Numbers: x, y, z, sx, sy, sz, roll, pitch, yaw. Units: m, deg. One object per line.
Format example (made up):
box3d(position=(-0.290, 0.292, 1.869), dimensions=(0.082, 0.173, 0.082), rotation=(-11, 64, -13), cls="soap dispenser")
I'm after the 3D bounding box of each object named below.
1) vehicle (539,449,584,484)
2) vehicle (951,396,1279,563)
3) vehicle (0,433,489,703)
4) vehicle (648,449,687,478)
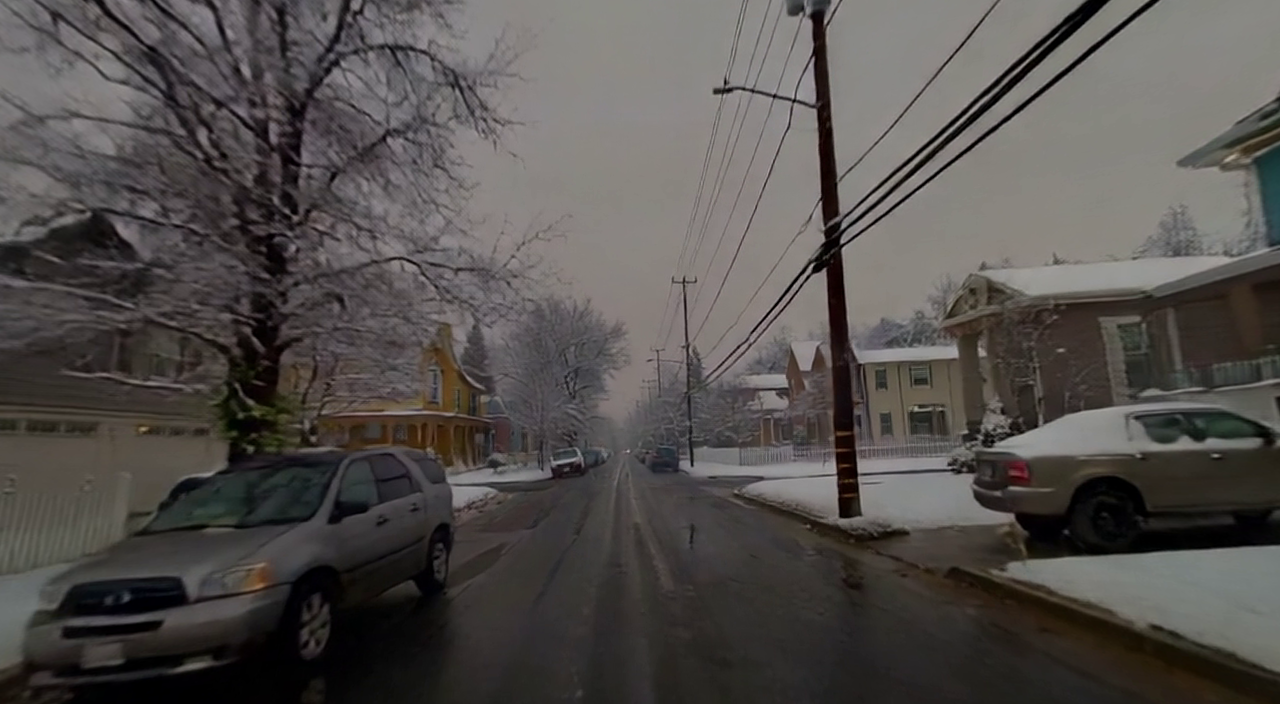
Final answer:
box3d(position=(-4.394, 6.415, 35.836), dimensions=(2.082, 1.759, 4.541), rotation=(-2, -8, -1), cls="vehicle")
box3d(position=(7.971, 1.867, 9.587), dimensions=(5.274, 2.170, 2.205), rotation=(0, -10, -4), cls="vehicle")
box3d(position=(-3.253, 1.827, 6.373), dimensions=(2.204, 1.655, 4.813), rotation=(-7, -8, -2), cls="vehicle")
box3d(position=(1.801, 7.555, 43.153), dimensions=(2.129, 1.873, 4.471), rotation=(0, -9, -4), cls="vehicle")
